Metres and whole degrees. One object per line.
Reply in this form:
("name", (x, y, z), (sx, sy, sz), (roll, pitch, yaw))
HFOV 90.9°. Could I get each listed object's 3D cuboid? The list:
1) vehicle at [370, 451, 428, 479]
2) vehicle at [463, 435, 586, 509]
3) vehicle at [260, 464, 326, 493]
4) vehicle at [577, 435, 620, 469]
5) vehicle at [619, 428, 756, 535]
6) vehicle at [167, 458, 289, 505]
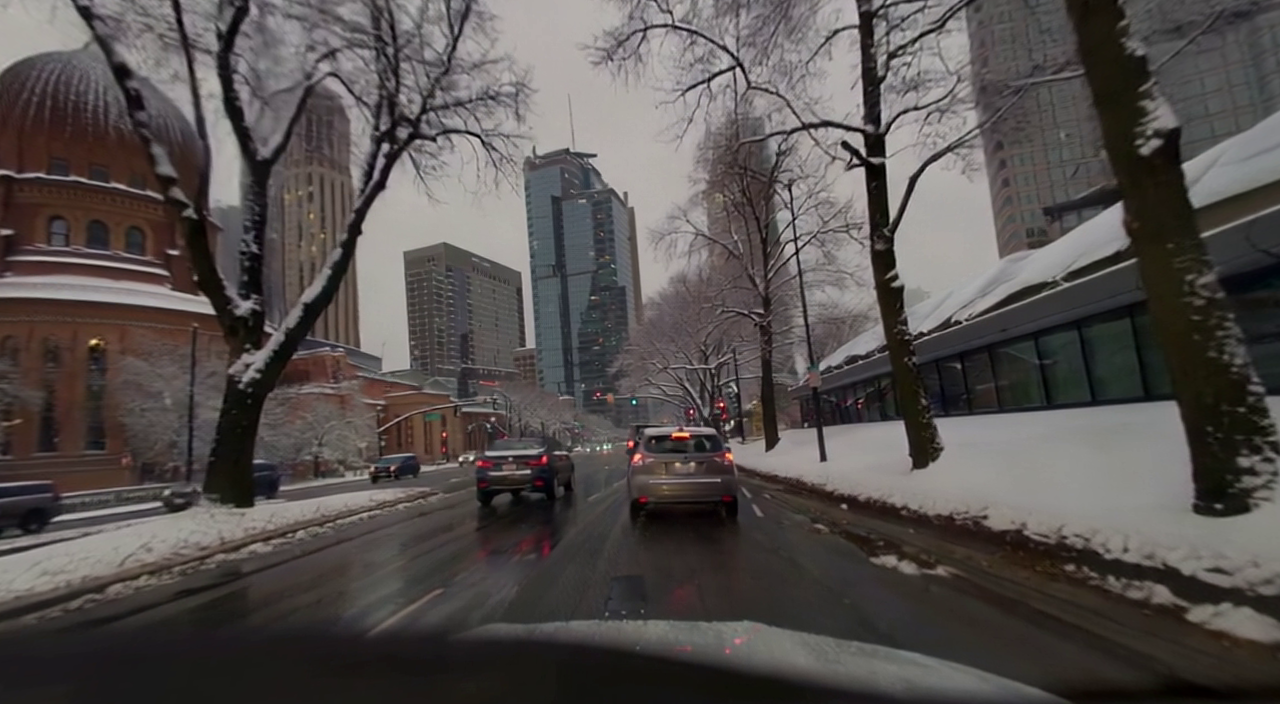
("vehicle", (-16.656, 7.790, 43.846), (2.024, 1.782, 4.827), (0, -9, 1))
("vehicle", (-2.592, 2.805, 15.253), (1.961, 1.517, 4.202), (0, -9, 3))
("vehicle", (-23.283, 8.473, 42.508), (2.003, 1.747, 4.505), (0, -9, -2))
("vehicle", (-2.240, 5.540, 35.133), (1.969, 1.764, 4.160), (0, -9, 2))
("vehicle", (0.736, 2.134, 10.936), (1.933, 1.504, 3.802), (0, -9, 2))
("vehicle", (-16.945, 5.317, 26.267), (2.075, 1.700, 4.405), (0, -9, 0))
